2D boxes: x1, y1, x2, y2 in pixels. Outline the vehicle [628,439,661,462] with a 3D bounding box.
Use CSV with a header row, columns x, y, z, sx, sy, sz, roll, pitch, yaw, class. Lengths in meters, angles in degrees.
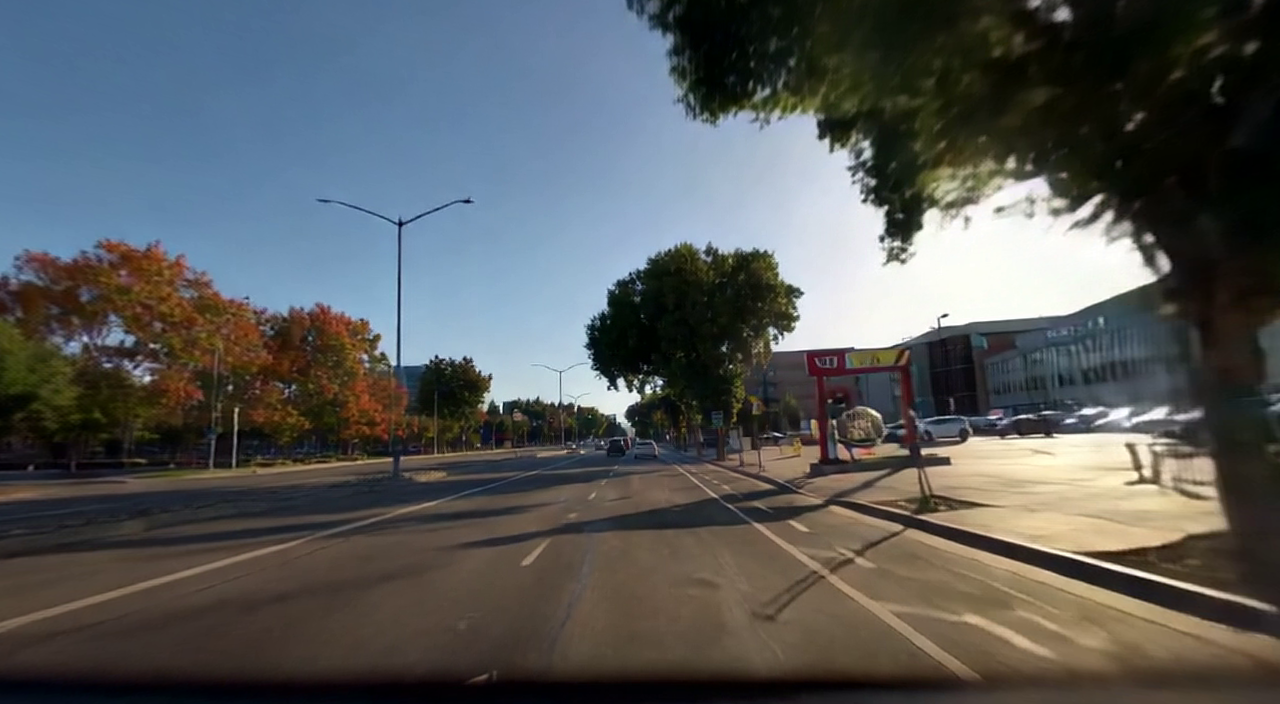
x,y,z,sx,sy,sz,roll,pitch,yaw,class
0.249,6.604,42.388,2.115,1.461,3.976,0,-8,-1,vehicle
